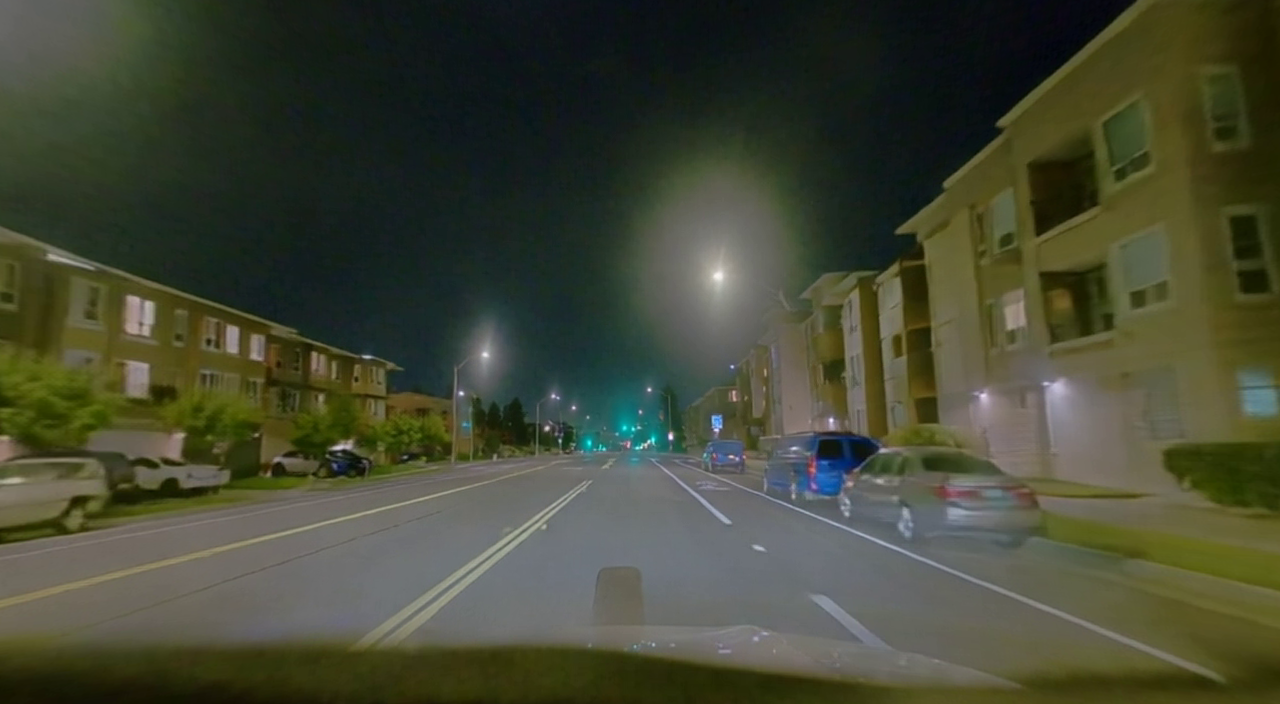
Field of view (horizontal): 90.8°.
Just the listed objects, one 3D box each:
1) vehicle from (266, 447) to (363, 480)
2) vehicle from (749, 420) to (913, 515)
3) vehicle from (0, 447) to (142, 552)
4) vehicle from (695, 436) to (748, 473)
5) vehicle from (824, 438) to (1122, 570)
[{"bbox_3d":[-18.479,6.353,36.076,4.397,1.768,1.956,1,-9,-4],"label":"vehicle"},{"bbox_3d":[4.516,2.863,16.199,2.254,1.968,5.838,0,-9,-1],"label":"vehicle"},{"bbox_3d":[-12.687,2.833,12.116,2.149,1.865,5.247,-2,-8,-2],"label":"vehicle"},{"bbox_3d":[4.327,5.542,34.442,2.052,1.859,4.778,1,-9,-3],"label":"vehicle"},{"bbox_3d":[4.532,2.104,9.653,1.923,1.493,4.628,0,-9,-1],"label":"vehicle"}]
